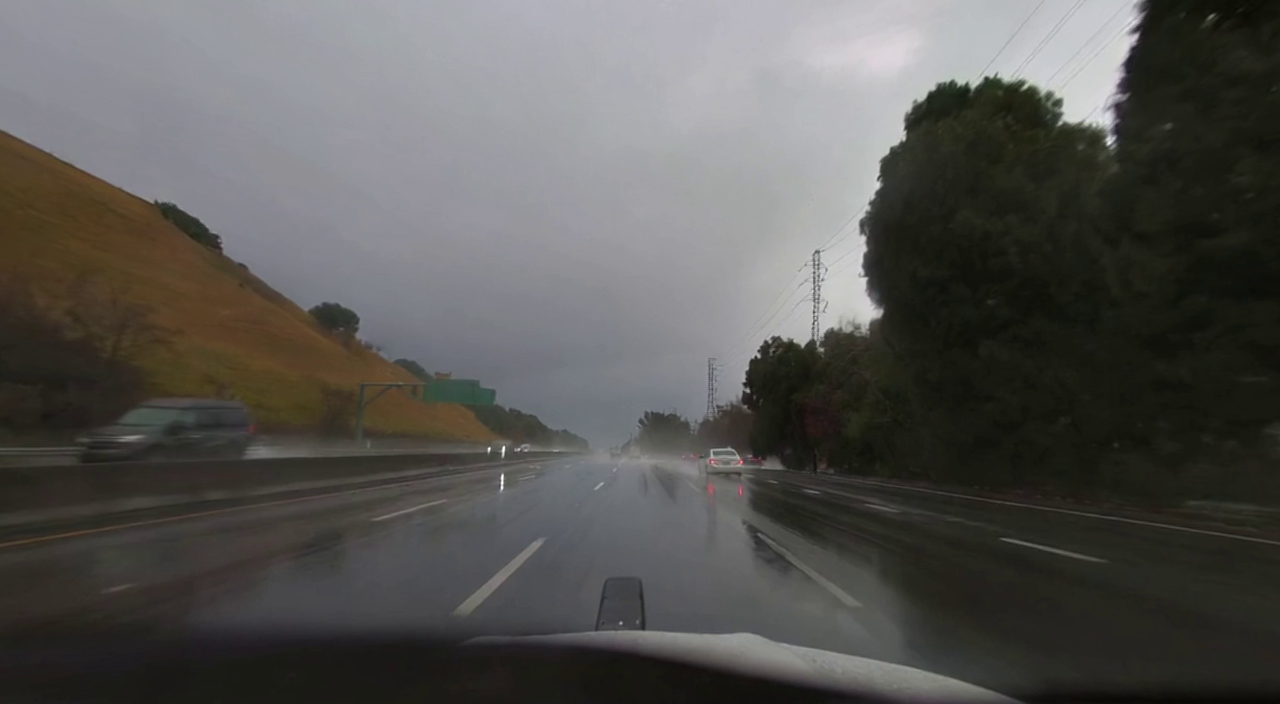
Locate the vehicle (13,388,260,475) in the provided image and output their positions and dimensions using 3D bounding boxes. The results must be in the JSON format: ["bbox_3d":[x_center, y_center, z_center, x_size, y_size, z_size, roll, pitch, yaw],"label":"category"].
[{"bbox_3d":[-17.858,3.017,23.267,2.853,2.679,7.461,0,-9,0],"label":"vehicle"}]

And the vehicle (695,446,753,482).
[{"bbox_3d":[3.841,5.205,29.630,2.086,1.542,4.355,0,-9,0],"label":"vehicle"}]
